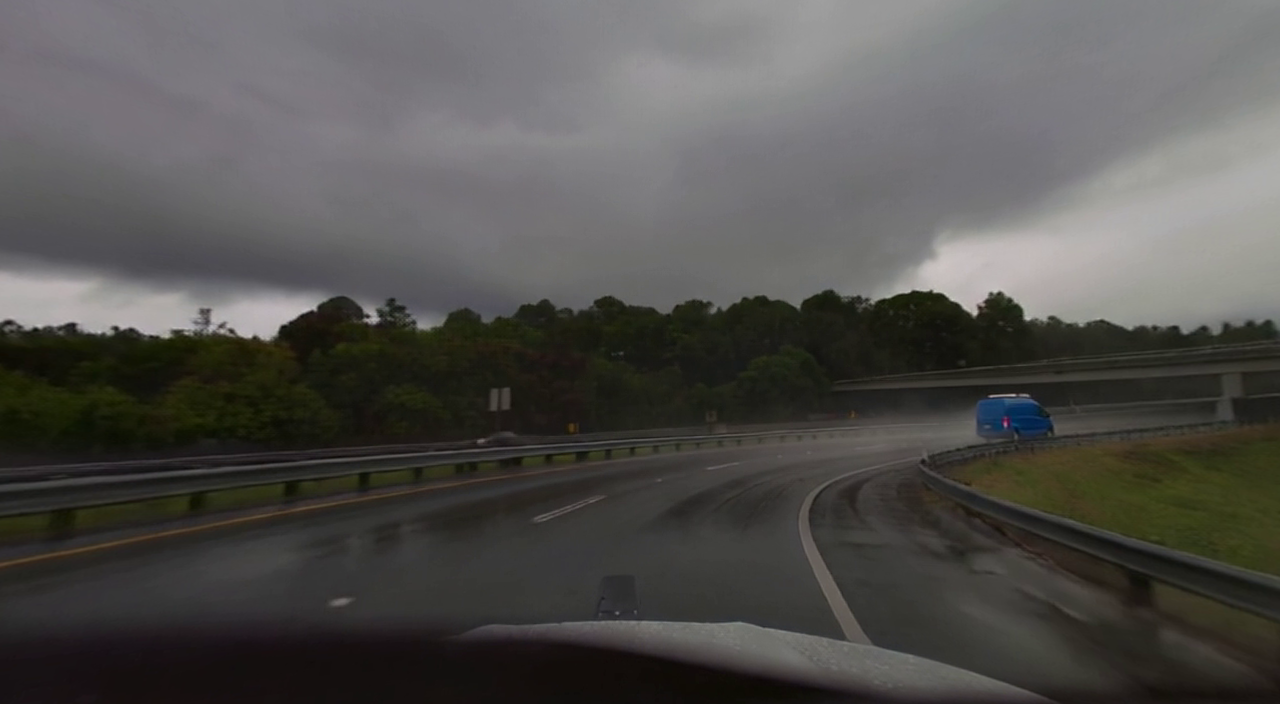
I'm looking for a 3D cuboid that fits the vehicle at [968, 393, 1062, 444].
[{"bbox_3d":[20.580,3.698,34.524,5.330,2.577,2.352,5,-9,-35],"label":"vehicle"}]
